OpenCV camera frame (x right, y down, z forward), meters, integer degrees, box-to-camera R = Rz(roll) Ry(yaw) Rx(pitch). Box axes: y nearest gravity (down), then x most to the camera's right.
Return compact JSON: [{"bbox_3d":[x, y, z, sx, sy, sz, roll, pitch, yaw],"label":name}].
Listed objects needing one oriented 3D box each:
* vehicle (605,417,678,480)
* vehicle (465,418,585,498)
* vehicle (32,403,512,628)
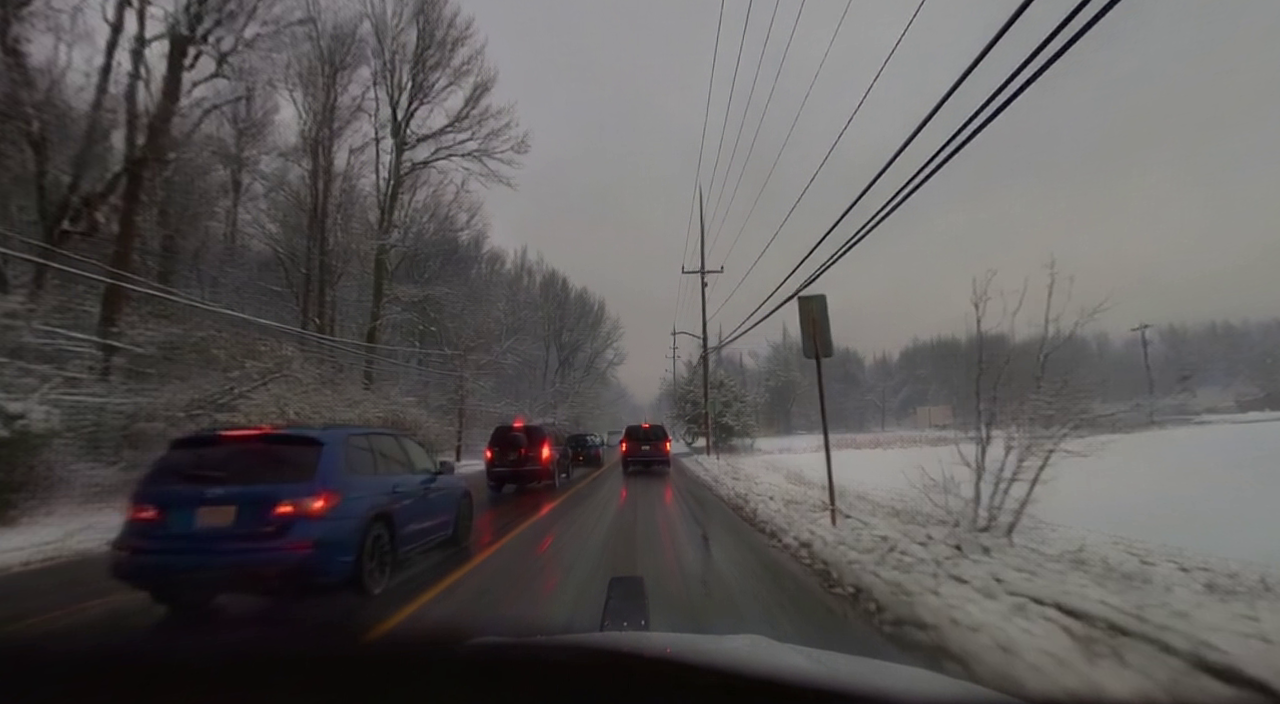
[{"bbox_3d":[0.136,3.279,21.537,2.241,1.912,4.095,-1,-8,3],"label":"vehicle"},{"bbox_3d":[-2.797,2.734,16.578,2.062,1.796,4.657,-1,-8,3],"label":"vehicle"},{"bbox_3d":[-3.078,1.474,6.841,2.180,1.546,4.755,0,-8,2],"label":"vehicle"}]
